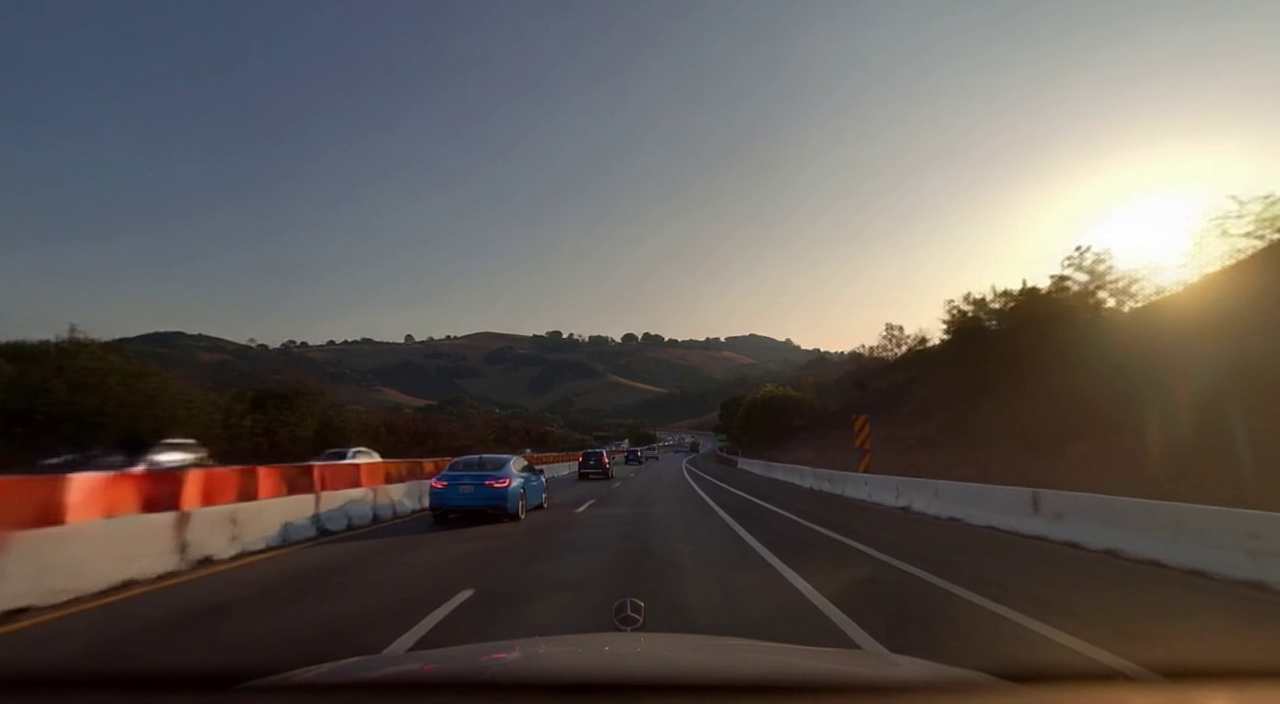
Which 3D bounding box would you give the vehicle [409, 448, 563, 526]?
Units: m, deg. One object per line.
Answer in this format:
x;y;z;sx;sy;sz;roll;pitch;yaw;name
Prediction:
-2.913;2.655;12.931;2.061;1.330;3.928;0;-9;2;vehicle

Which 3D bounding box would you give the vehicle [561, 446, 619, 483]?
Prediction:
-2.108;4.924;27.694;2.094;1.480;4.124;0;-9;2;vehicle
